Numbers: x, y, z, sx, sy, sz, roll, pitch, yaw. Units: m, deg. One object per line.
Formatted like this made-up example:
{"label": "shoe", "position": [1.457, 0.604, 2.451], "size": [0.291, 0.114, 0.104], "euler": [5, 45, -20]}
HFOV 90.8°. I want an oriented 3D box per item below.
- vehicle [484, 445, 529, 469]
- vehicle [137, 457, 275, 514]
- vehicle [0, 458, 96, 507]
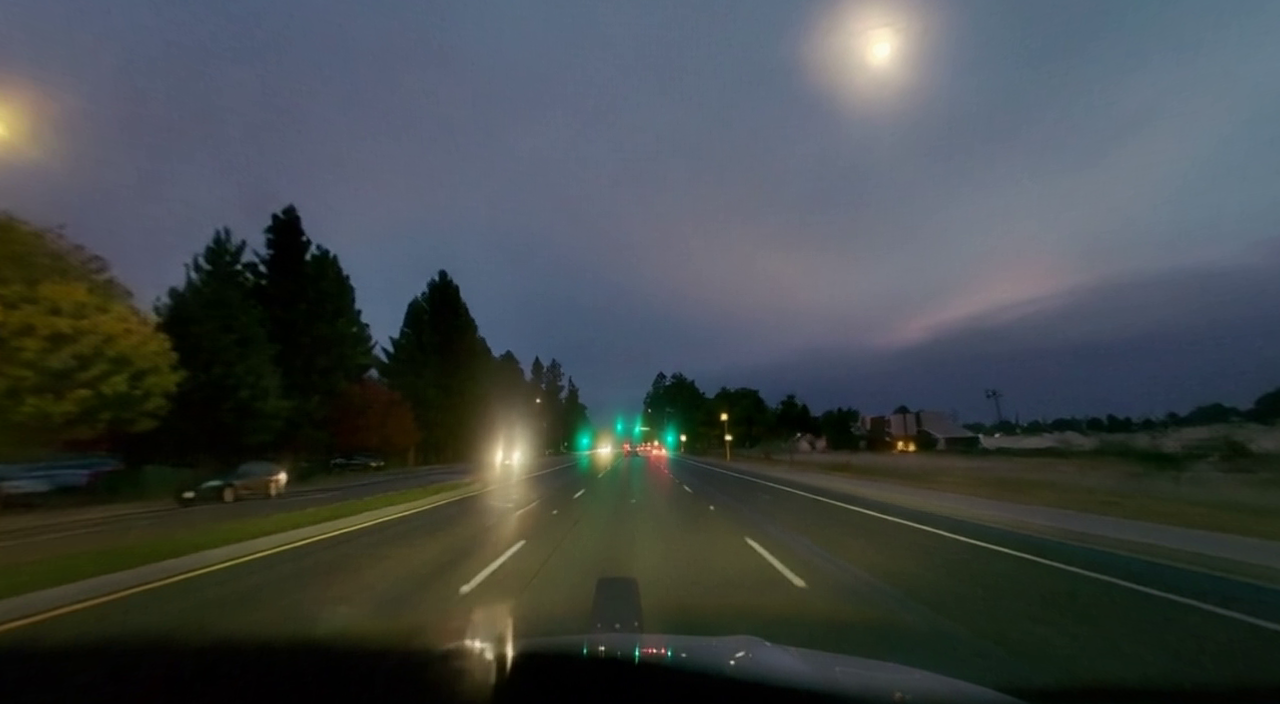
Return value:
{"label": "vehicle", "position": [-9.958, 7.848, 47.475], "size": [2.365, 1.697, 4.391], "euler": [0, -9, 0]}
{"label": "vehicle", "position": [-14.638, 4.475, 21.657], "size": [1.896, 1.486, 4.285], "euler": [-4, -8, -2]}
{"label": "vehicle", "position": [-21.450, 4.368, 21.311], "size": [1.916, 1.482, 4.789], "euler": [0, -9, 1]}
